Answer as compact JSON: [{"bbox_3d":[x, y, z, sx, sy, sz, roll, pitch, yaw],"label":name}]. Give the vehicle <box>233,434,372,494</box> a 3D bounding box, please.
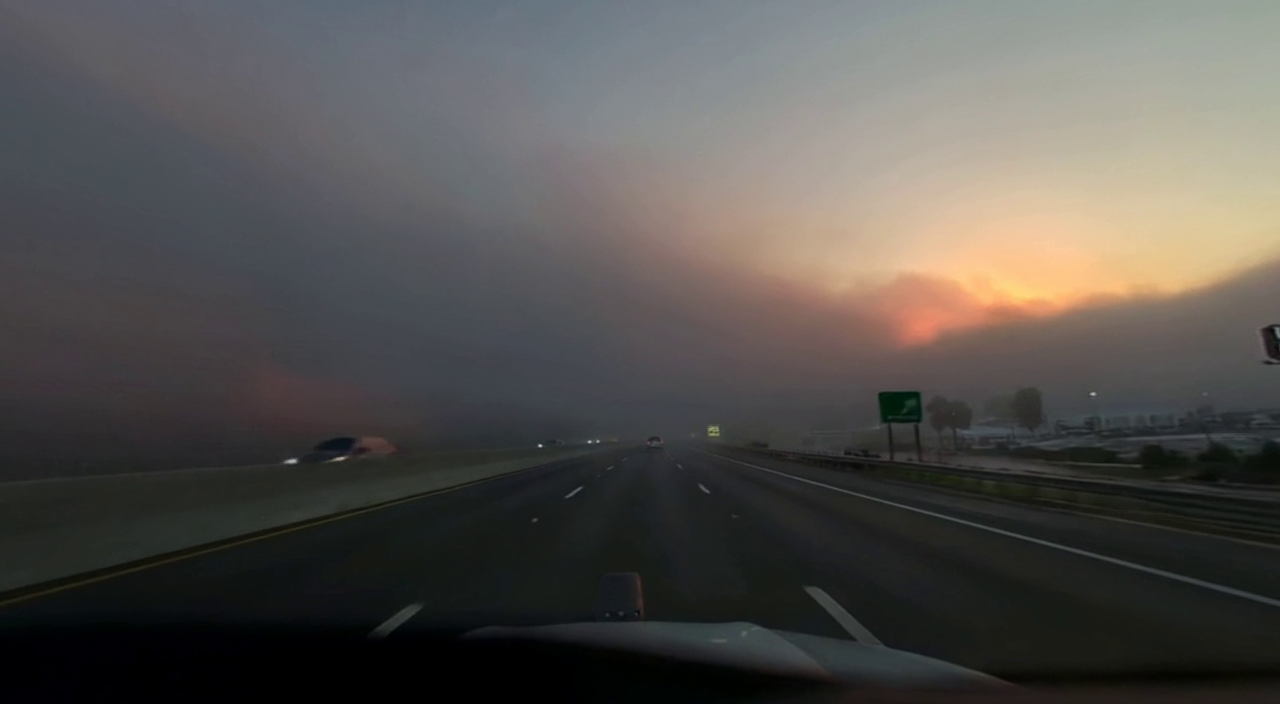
[{"bbox_3d":[-10.369,3.450,19.822,1.956,1.669,4.228,0,-8,1],"label":"vehicle"}]
